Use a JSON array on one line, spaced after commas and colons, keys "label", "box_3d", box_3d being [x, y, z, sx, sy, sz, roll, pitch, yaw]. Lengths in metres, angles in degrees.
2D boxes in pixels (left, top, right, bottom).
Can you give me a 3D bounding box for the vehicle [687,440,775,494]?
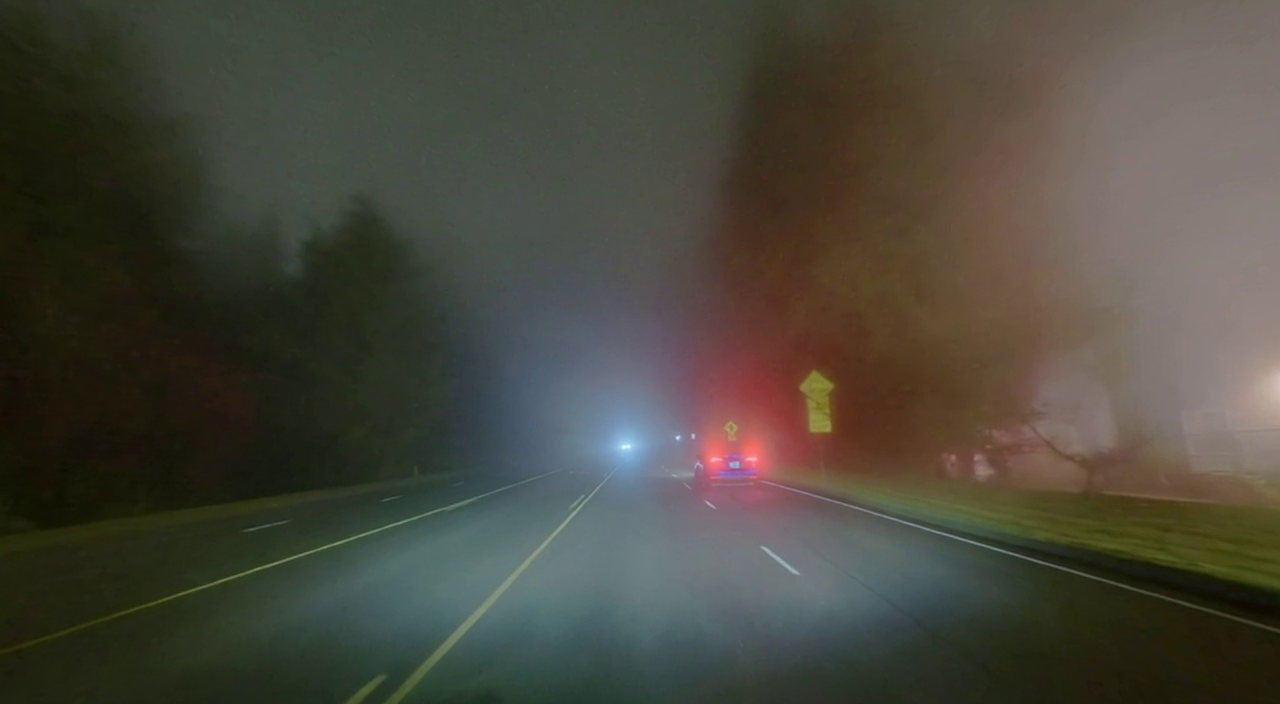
[{"label": "vehicle", "box_3d": [2.706, 3.549, 19.913, 2.042, 1.469, 4.470, 0, -8, -1]}]
